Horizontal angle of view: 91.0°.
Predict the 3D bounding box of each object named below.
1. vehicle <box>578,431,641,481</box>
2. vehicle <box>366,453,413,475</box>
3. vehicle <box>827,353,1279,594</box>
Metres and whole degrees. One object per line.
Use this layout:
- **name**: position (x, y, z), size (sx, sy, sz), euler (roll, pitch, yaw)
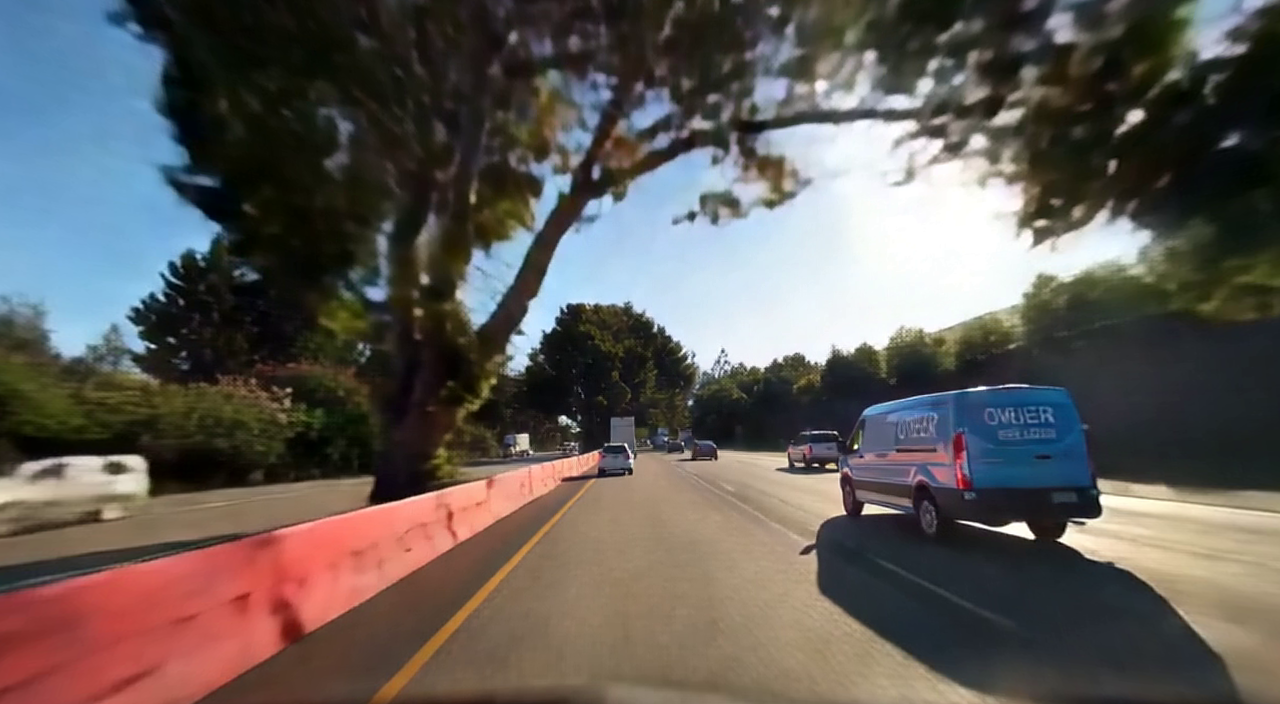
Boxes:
- **vehicle**: position (-1.066, 3.728, 22.784), size (2.100, 1.636, 3.620), euler (0, -8, -2)
- **vehicle**: position (-19.123, 8.553, 48.273), size (1.811, 1.456, 4.313), euler (0, -8, 0)
- **vehicle**: position (4.342, 1.367, 7.908), size (2.223, 2.008, 5.121), euler (0, -8, -2)
